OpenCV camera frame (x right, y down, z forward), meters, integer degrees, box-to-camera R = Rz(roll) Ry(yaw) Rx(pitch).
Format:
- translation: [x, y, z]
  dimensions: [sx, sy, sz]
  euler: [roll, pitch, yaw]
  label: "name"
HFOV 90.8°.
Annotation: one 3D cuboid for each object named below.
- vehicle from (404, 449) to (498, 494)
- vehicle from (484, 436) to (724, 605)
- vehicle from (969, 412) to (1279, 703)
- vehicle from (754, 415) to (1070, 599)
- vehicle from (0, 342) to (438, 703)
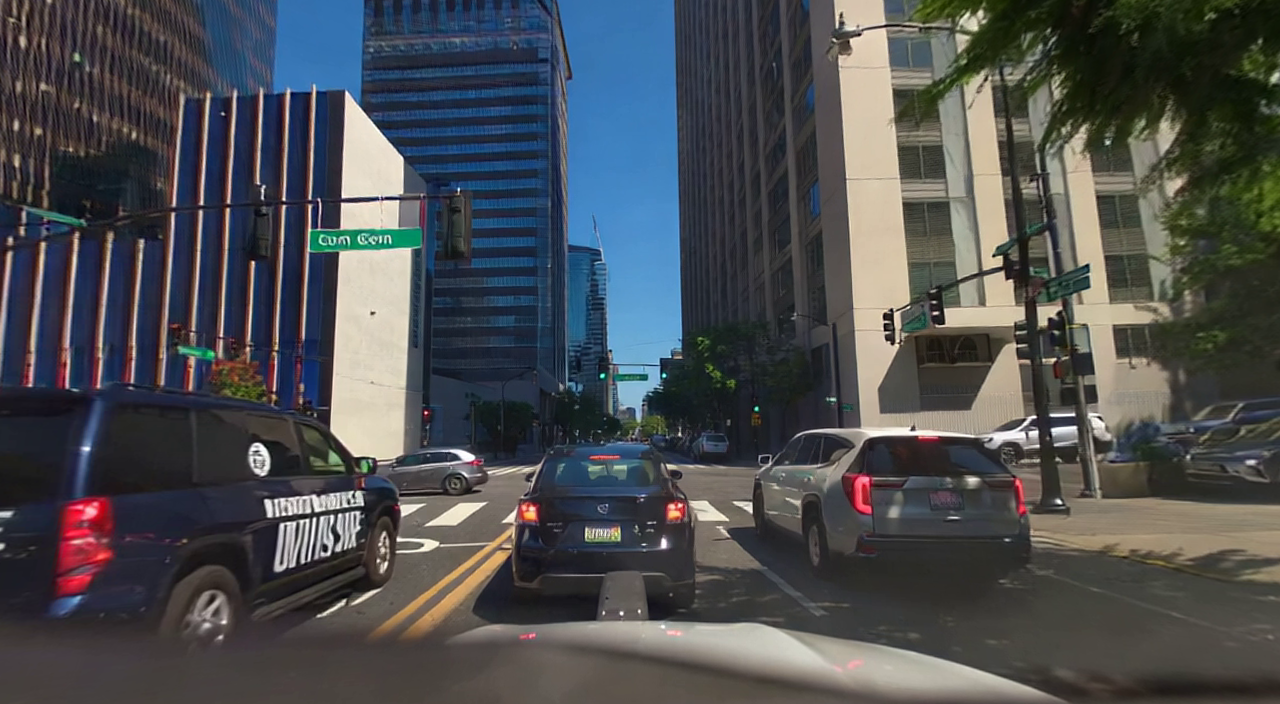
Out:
- translation: [-7.185, 4.383, 23.683]
  dimensions: [2.114, 1.478, 4.673]
  euler: [5, -10, -32]
  label: "vehicle"
- translation: [-0.350, 1.786, 7.661]
  dimensions: [2.092, 1.454, 4.132]
  euler: [0, -8, -1]
  label: "vehicle"
- translation: [2.742, 0.804, 1.111]
  dimensions: [1.902, 1.454, 4.540]
  euler: [0, -8, 0]
  label: "vehicle"
- translation: [3.029, 1.833, 8.476]
  dimensions: [2.072, 1.735, 4.759]
  euler: [0, -8, 0]
  label: "vehicle"
- translation: [-3.619, 1.251, 5.165]
  dimensions: [2.190, 1.840, 5.272]
  euler: [0, -8, 0]
  label: "vehicle"
